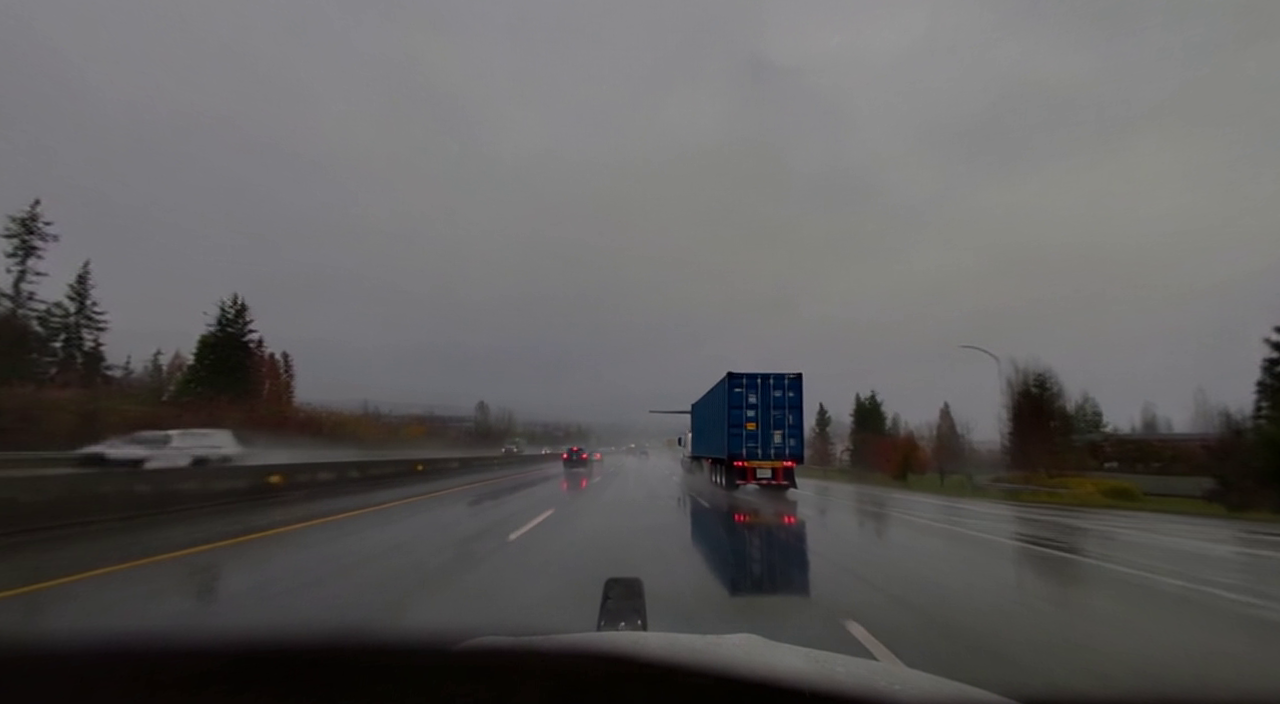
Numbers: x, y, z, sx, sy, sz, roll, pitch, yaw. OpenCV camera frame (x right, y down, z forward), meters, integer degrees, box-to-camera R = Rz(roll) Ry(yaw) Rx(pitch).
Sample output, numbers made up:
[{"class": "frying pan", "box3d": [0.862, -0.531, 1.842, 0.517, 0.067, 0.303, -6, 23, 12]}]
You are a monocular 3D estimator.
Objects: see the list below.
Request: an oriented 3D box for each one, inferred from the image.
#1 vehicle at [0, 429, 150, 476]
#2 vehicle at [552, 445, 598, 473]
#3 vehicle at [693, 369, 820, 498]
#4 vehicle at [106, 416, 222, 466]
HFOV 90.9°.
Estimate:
[{"class": "vehicle", "box3d": [-20.012, 3.535, 22.161, 1.828, 1.455, 4.660, 0, -9, 0]}, {"class": "vehicle", "box3d": [-4.085, 6.849, 40.442, 2.370, 1.647, 5.091, 0, -9, 1]}, {"class": "vehicle", "box3d": [4.202, 3.569, 26.359, 2.821, 4.046, 12.876, 0, -9, 0]}, {"class": "vehicle", "box3d": [-20.088, 3.828, 26.823, 1.899, 1.973, 3.718, 0, -9, 1]}]
